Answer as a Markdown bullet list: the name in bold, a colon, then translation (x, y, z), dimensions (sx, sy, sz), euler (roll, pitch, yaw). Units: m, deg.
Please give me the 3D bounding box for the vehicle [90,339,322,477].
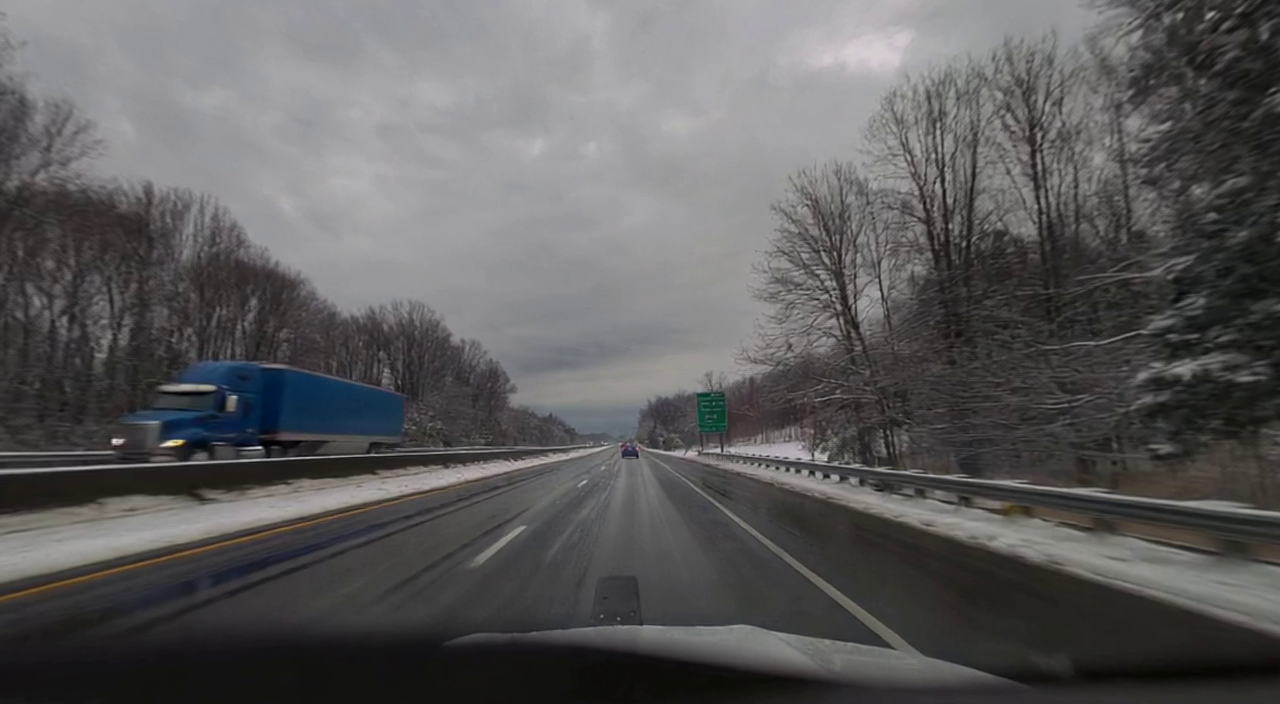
- **vehicle**: translation (-15.008, 2.246, 22.759), dimensions (2.939, 4.133, 7.597), euler (-1, -9, -1)
